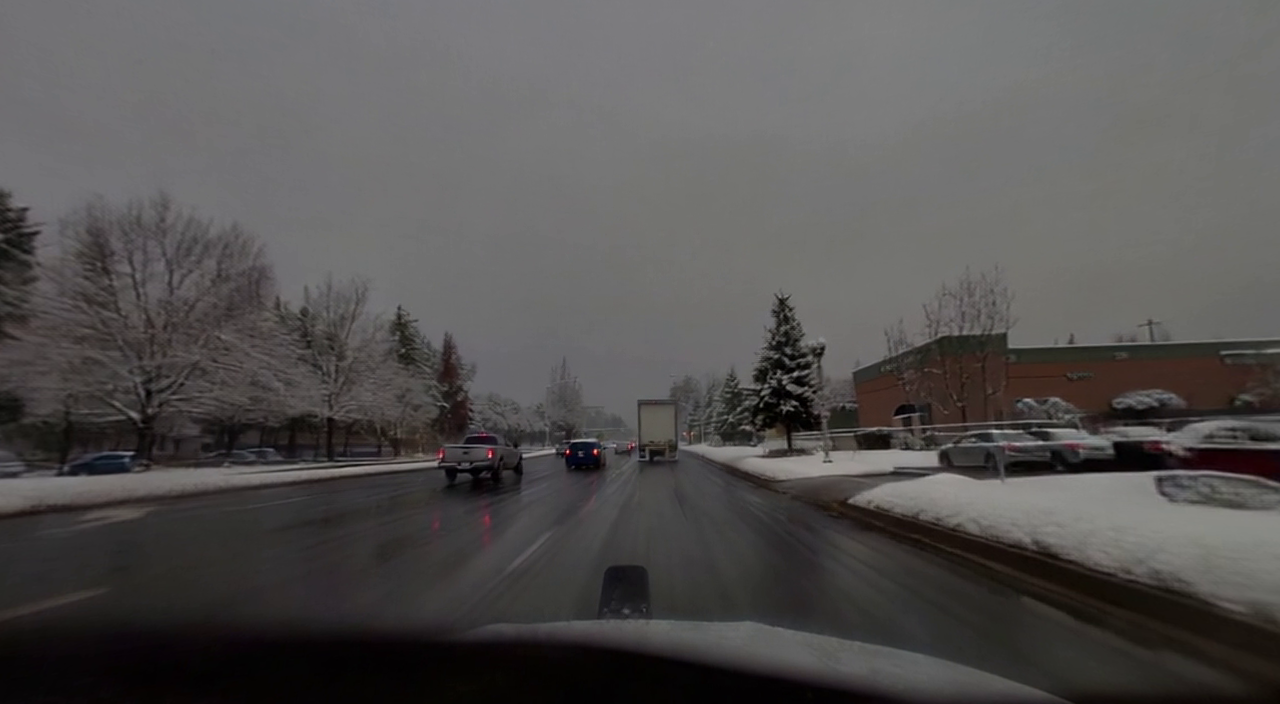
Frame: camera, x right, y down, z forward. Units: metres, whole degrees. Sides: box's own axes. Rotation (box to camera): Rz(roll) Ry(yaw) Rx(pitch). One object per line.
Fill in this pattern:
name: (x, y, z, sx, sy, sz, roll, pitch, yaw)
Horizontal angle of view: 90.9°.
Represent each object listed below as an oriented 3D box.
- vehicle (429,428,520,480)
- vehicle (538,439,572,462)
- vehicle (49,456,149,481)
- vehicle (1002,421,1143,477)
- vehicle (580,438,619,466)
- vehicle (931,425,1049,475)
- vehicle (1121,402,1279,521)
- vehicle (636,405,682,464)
vehicle: (-6.573, 4.129, 25.725, 2.149, 1.893, 5.187, 0, -8, 2)
vehicle: (-6.346, 7.426, 47.481, 1.908, 1.616, 4.089, 0, -8, 2)
vehicle: (-33.673, 7.233, 39.306, 4.409, 1.480, 2.092, -1, -8, 3)
vehicle: (15.178, 3.433, 22.473, 1.995, 1.785, 4.343, 0, -8, 1)
vehicle: (-2.566, 6.516, 41.182, 2.114, 1.663, 4.381, 0, -8, 2)
vehicle: (12.563, 3.566, 23.018, 1.880, 1.642, 4.523, -1, -8, 3)
vehicle: (10.393, 1.640, 9.702, 4.335, 1.618, 1.973, 0, -9, -1)
vehicle: (1.225, 5.798, 43.698, 2.905, 3.644, 8.441, 0, -8, 1)
